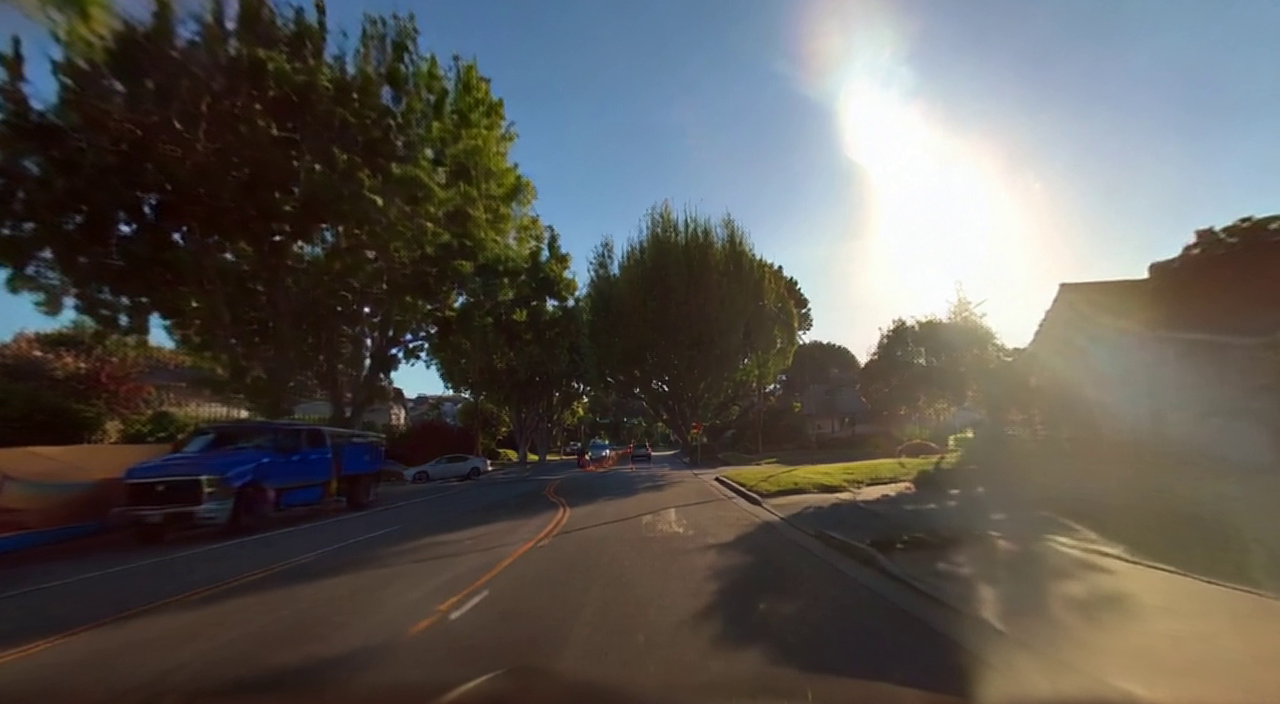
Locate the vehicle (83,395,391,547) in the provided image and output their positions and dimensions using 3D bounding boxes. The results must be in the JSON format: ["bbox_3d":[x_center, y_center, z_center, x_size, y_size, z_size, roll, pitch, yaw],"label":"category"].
[{"bbox_3d":[-9.335,2.857,16.037,2.816,2.723,7.506,-4,-8,1],"label":"vehicle"}]

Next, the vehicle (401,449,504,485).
[{"bbox_3d":[-9.363,5.758,31.782,4.594,1.696,1.971,0,-8,-1],"label":"vehicle"}]
